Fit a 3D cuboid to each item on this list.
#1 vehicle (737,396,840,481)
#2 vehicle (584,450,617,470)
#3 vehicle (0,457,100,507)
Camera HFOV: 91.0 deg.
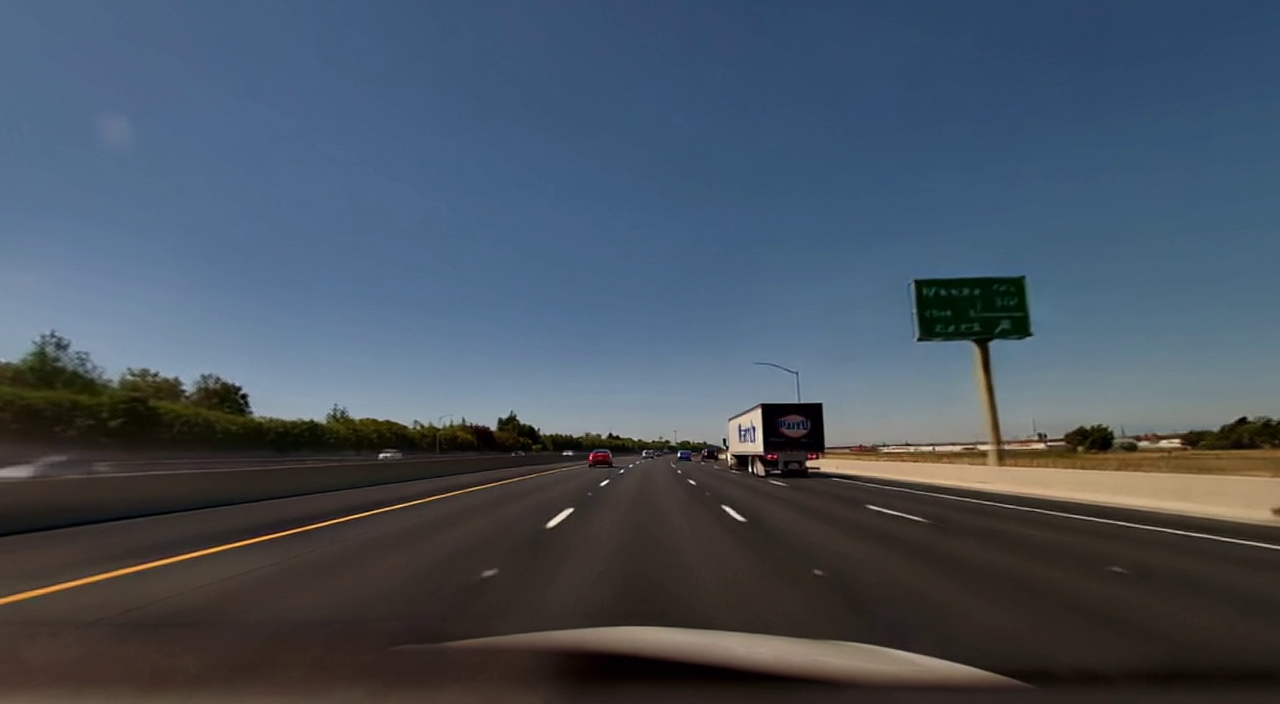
[{"bbox_3d":[8.470,5.425,38.654,2.912,4.143,15.538,0,-9,1],"label":"vehicle"},{"bbox_3d":[-3.052,8.446,49.412,2.164,1.507,4.748,0,-9,1],"label":"vehicle"},{"bbox_3d":[-24.808,5.122,25.090,2.007,1.759,4.906,0,-9,3],"label":"vehicle"}]
